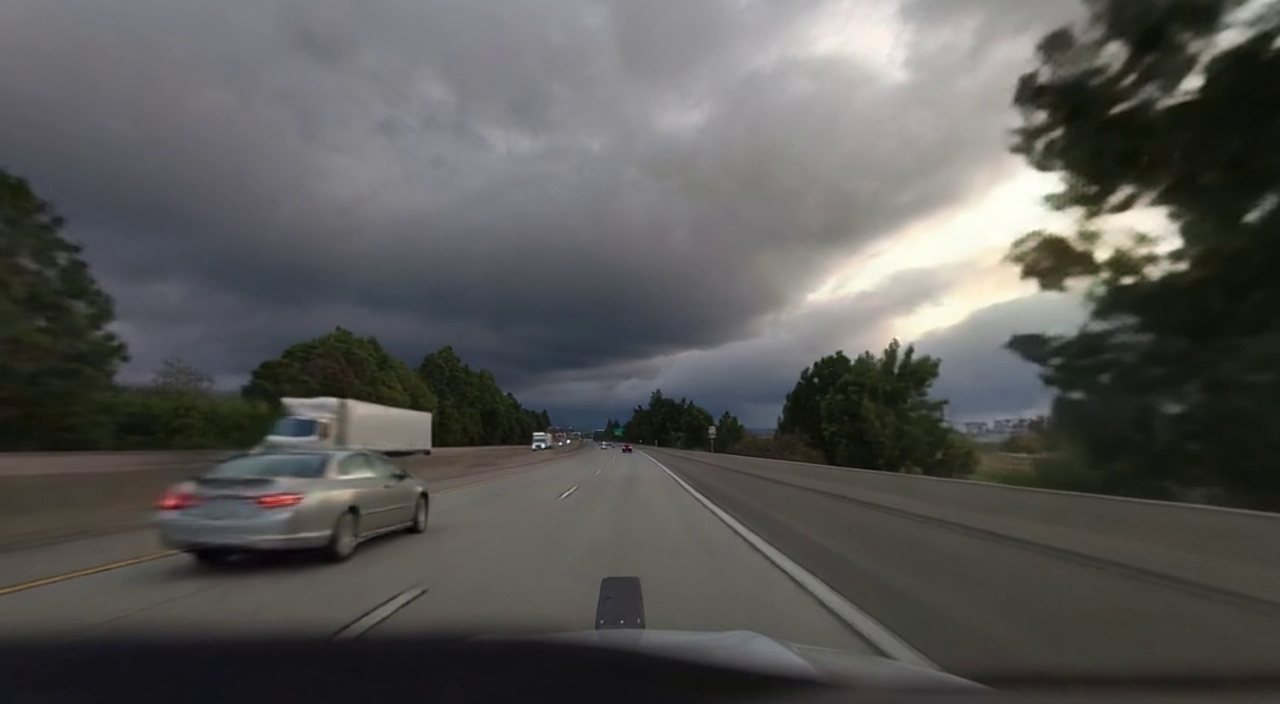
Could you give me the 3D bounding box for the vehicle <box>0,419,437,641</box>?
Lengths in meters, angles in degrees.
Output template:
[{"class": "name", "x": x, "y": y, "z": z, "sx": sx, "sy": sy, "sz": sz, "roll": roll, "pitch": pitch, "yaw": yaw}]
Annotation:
[{"class": "vehicle", "x": -4.101, "y": 1.640, "z": 6.926, "sx": 2.083, "sy": 1.560, "sz": 4.713, "roll": 0, "pitch": -9, "yaw": 1}]
